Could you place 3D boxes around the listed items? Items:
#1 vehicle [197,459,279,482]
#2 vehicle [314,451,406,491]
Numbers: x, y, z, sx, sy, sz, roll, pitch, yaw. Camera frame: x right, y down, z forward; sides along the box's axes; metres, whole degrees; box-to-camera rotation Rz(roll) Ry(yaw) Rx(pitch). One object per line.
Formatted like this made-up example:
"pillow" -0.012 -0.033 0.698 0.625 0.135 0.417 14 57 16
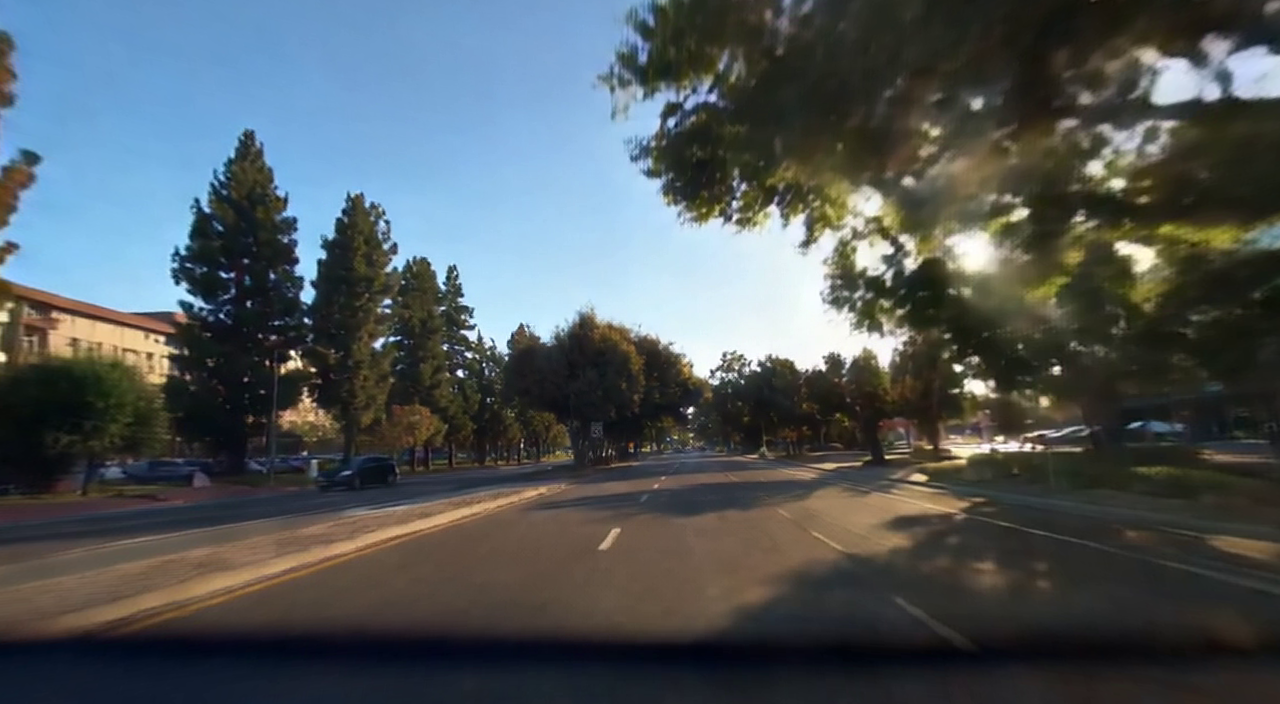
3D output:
"vehicle" -27.238 8.063 42.819 4.380 1.461 1.754 -1 -8 4
"vehicle" -13.295 5.629 30.251 1.915 1.721 4.402 -2 -8 8
